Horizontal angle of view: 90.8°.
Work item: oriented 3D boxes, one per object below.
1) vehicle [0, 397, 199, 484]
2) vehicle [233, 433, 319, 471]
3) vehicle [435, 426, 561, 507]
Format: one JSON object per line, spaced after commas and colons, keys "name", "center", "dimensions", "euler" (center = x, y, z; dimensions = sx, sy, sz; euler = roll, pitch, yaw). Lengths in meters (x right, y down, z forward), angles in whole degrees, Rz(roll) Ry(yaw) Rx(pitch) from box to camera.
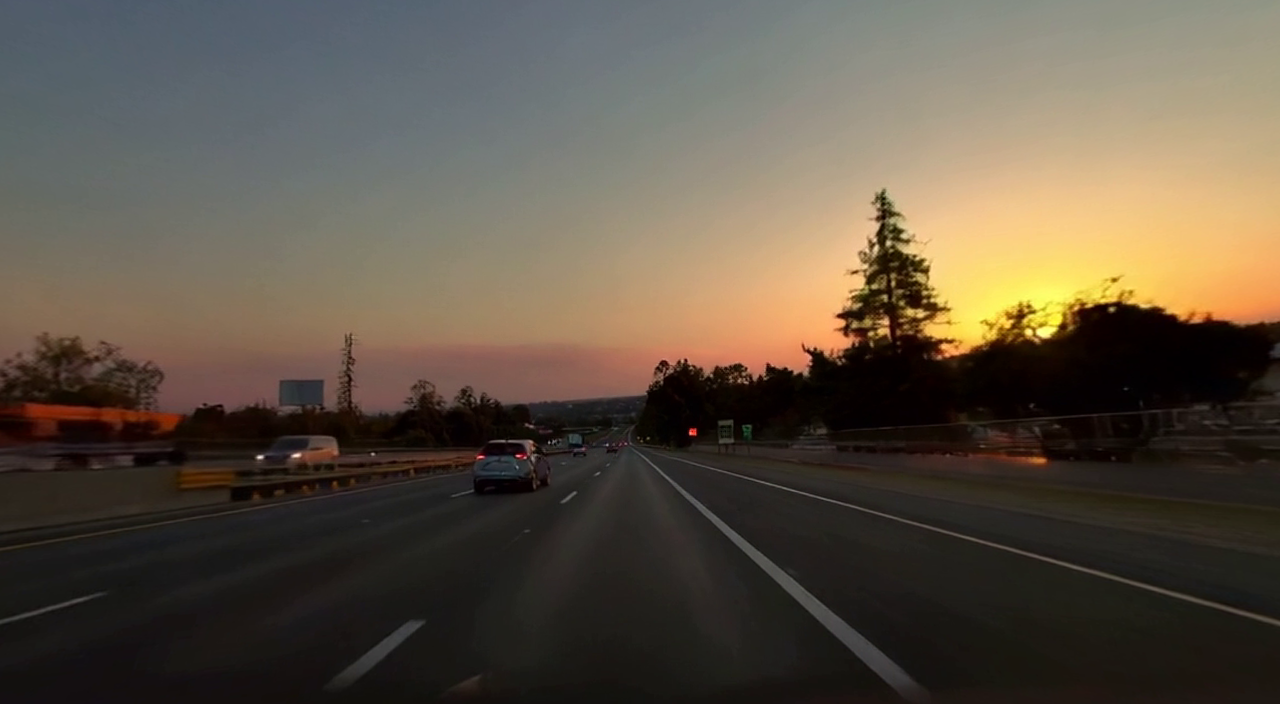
{"name": "vehicle", "center": [-31.940, 5.026, 35.264], "dimensions": [2.891, 4.097, 16.481], "euler": [0, -9, 0]}
{"name": "vehicle", "center": [-24.027, 6.622, 42.033], "dimensions": [2.250, 2.320, 5.768], "euler": [0, -9, 0]}
{"name": "vehicle", "center": [-3.314, 2.786, 15.755], "dimensions": [2.103, 1.715, 4.371], "euler": [0, -9, 0]}
